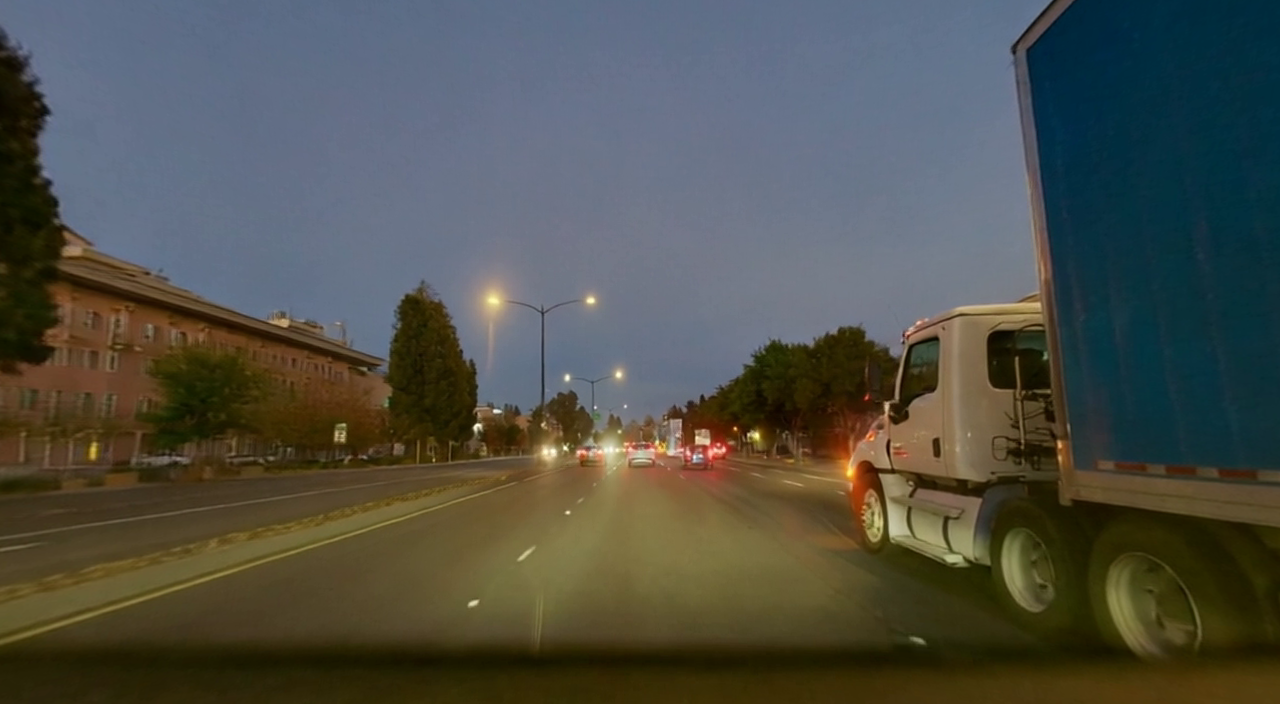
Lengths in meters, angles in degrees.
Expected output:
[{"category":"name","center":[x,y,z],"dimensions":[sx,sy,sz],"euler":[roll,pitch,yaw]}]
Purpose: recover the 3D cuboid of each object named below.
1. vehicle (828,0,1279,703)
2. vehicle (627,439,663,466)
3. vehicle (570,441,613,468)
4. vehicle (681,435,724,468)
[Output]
[{"category":"vehicle","center":[3.692,-0.188,3.165],"dimensions":[3.006,3.679,8.506],"euler":[-1,-8,1]},{"category":"vehicle","center":[0.338,6.675,41.921],"dimensions":[2.276,1.704,3.925],"euler":[0,-8,0]},{"category":"vehicle","center":[-2.919,6.330,38.977],"dimensions":[2.211,1.537,4.666],"euler":[0,-8,1]},{"category":"vehicle","center":[3.839,6.188,39.487],"dimensions":[2.196,1.908,4.412],"euler":[0,-8,-1]}]
